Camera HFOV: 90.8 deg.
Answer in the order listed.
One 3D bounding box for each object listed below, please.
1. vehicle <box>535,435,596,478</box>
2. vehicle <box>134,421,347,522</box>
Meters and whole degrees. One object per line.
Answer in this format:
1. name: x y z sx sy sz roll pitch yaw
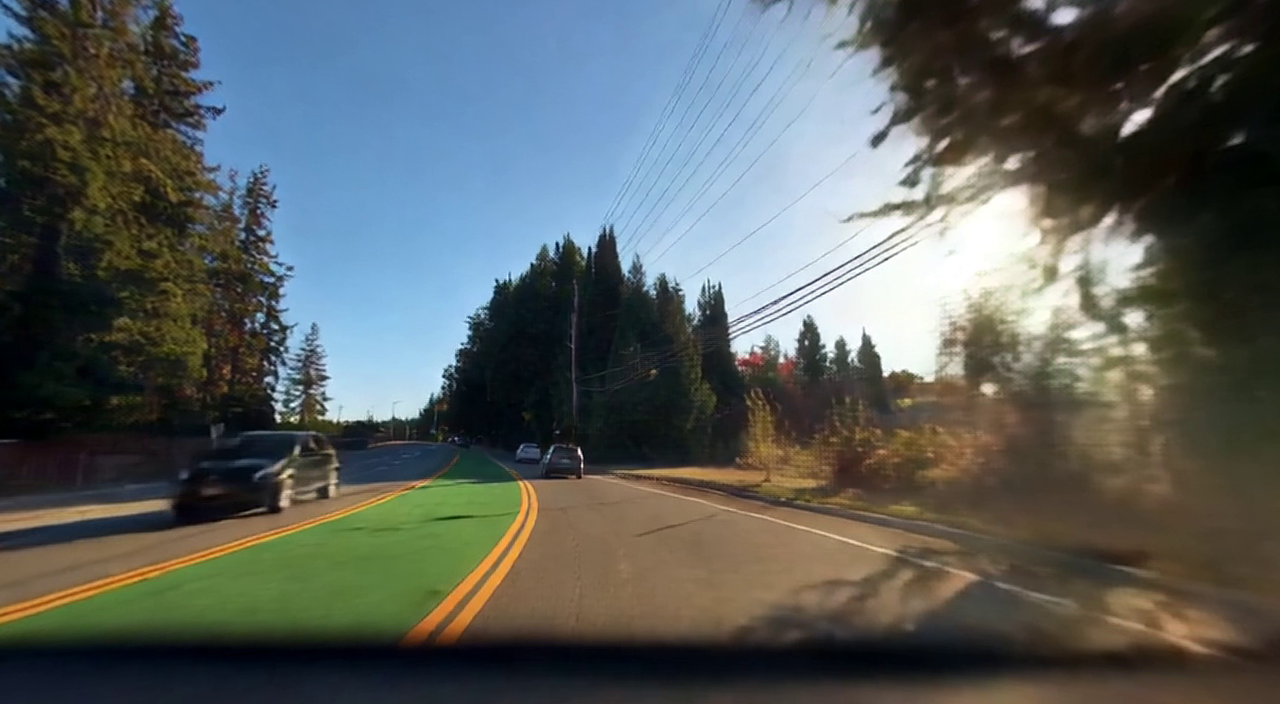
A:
1. vehicle: -3.523 4.767 29.026 2.140 1.767 4.720 2 -9 -14
2. vehicle: -7.883 2.296 13.087 1.967 1.688 4.286 0 -6 -6
